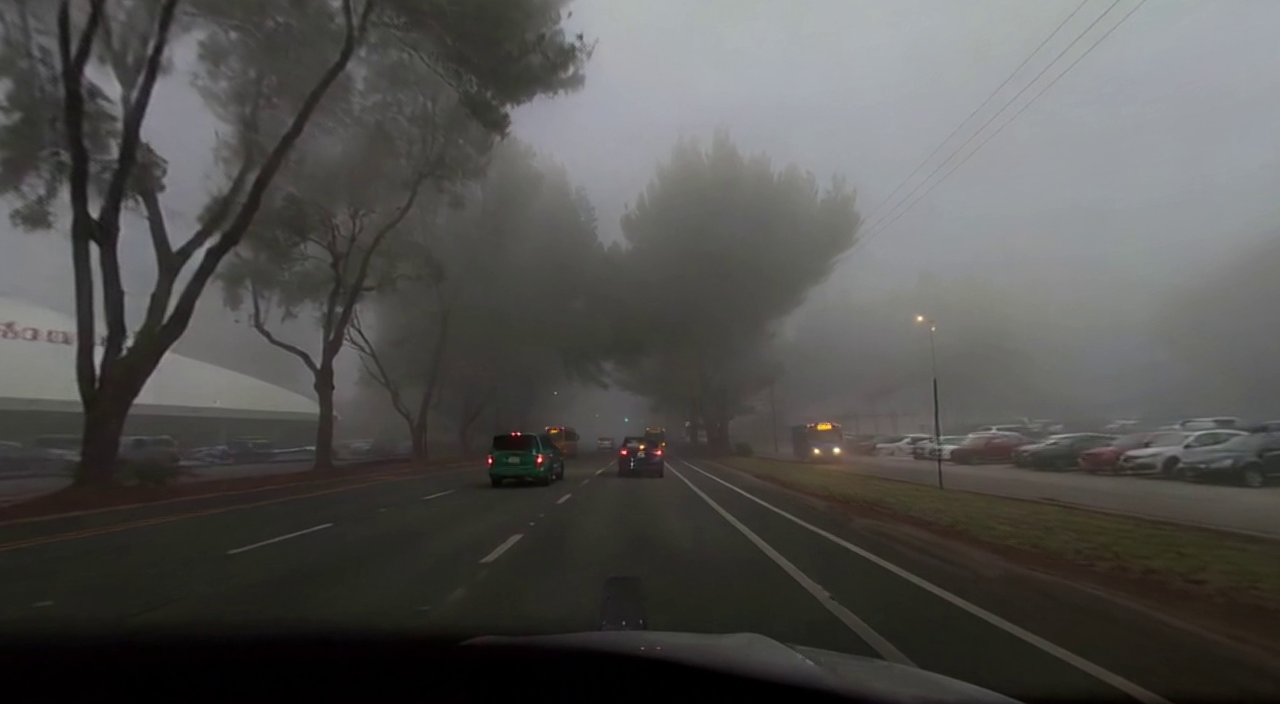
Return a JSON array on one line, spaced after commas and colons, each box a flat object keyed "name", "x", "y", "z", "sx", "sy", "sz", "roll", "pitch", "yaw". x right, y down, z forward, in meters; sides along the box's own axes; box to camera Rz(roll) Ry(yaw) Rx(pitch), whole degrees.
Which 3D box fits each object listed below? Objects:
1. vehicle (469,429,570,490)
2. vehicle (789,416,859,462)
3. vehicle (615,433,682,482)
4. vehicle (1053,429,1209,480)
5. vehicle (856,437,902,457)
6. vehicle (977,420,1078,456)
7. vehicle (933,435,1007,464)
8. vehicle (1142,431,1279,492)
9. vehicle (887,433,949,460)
[{"name": "vehicle", "x": -3.529, "y": 3.260, "z": 19.379, "sx": 2.148, "sy": 1.636, "sz": 4.199, "roll": 0, "pitch": -9, "yaw": 2}, {"name": "vehicle", "x": 11.820, "y": 5.694, "z": 41.099, "sx": 2.754, "sy": 2.711, "sz": 6.196, "roll": 0, "pitch": -9, "yaw": 1}, {"name": "vehicle", "x": 0.217, "y": 3.646, "z": 22.035, "sx": 2.123, "sy": 1.498, "sz": 4.226, "roll": 0, "pitch": -9, "yaw": -1}, {"name": "vehicle", "x": 18.595, "y": 3.900, "z": 24.256, "sx": 1.965, "sy": 1.749, "sz": 4.838, "roll": 0, "pitch": -9, "yaw": -2}, {"name": "vehicle", "x": 18.241, "y": 7.274, "z": 48.330, "sx": 1.694, "sy": 1.451, "sz": 4.505, "roll": 0, "pitch": -9, "yaw": 0}, {"name": "vehicle", "x": 23.936, "y": 5.417, "z": 39.377, "sx": 2.225, "sy": 2.013, "sz": 6.379, "roll": 0, "pitch": -9, "yaw": -1}, {"name": "vehicle", "x": 18.615, "y": 5.550, "z": 35.837, "sx": 1.826, "sy": 1.532, "sz": 4.290, "roll": 0, "pitch": -9, "yaw": -1}, {"name": "vehicle", "x": 18.649, "y": 3.258, "z": 18.976, "sx": 2.229, "sy": 1.661, "sz": 5.991, "roll": 0, "pitch": -9, "yaw": 1}, {"name": "vehicle", "x": 18.466, "y": 6.298, "z": 42.177, "sx": 1.841, "sy": 1.680, "sz": 4.842, "roll": 0, "pitch": -9, "yaw": -1}]
